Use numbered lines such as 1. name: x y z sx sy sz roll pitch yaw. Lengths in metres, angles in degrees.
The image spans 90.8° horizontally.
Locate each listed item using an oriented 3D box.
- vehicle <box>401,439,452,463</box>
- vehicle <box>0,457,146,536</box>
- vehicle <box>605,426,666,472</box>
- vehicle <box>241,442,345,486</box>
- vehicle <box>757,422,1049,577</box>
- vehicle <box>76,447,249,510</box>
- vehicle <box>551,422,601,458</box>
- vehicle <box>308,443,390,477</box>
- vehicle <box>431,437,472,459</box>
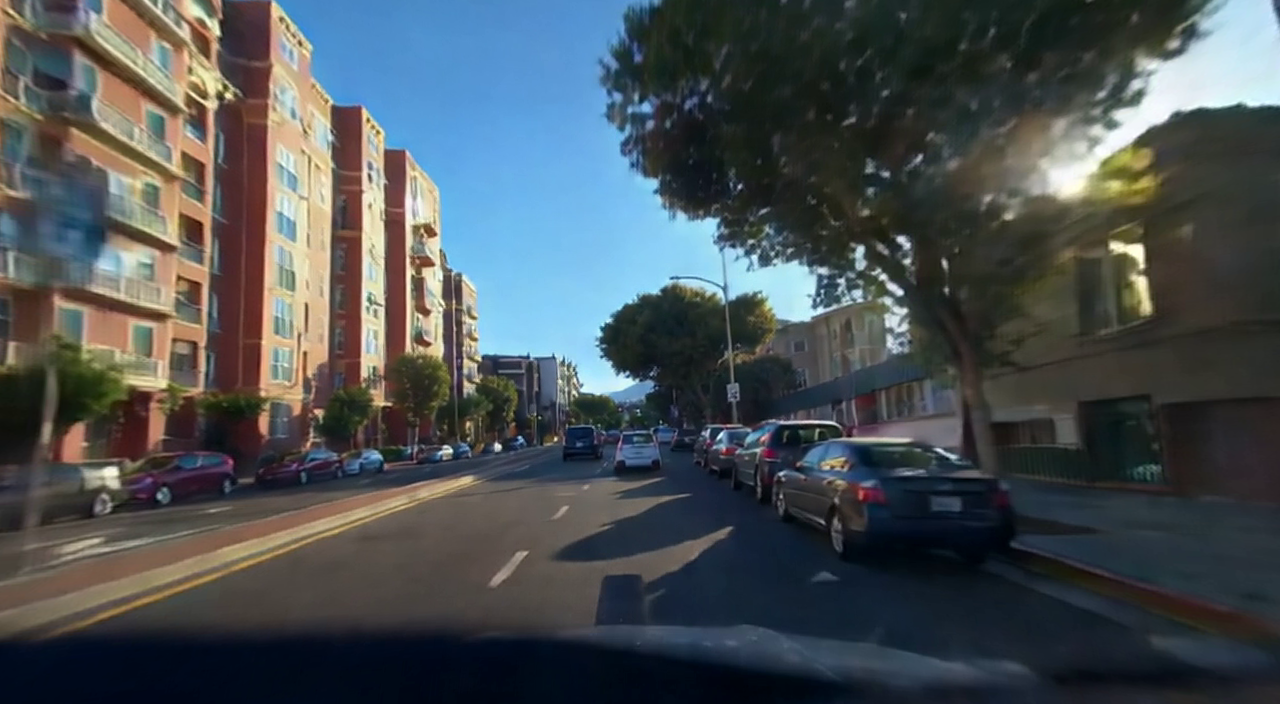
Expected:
1. vehicle: -13.982 6.493 41.696 1.907 1.480 4.498 0 -8 -1
2. vehicle: -13.662 3.120 13.908 1.863 1.468 4.565 0 -8 0
3. vehicle: -0.177 3.505 22.933 2.026 1.496 3.701 0 -8 -1
4. vehicle: -14.037 4.512 25.895 1.887 1.619 4.208 0 -8 -1
5. vehicle: 2.956 1.743 8.389 1.874 1.468 4.550 0 -8 -1
6. vehicle: -13.880 3.641 18.769 1.805 1.580 4.477 0 -8 -3
7. vehicle: -3.214 4.561 32.653 2.065 1.705 4.353 0 -8 1
8. vehicle: -13.902 5.138 30.434 1.837 1.470 4.263 0 -8 1
9. vehicle: -14.001 7.132 47.059 1.839 1.594 4.055 0 -8 -1
